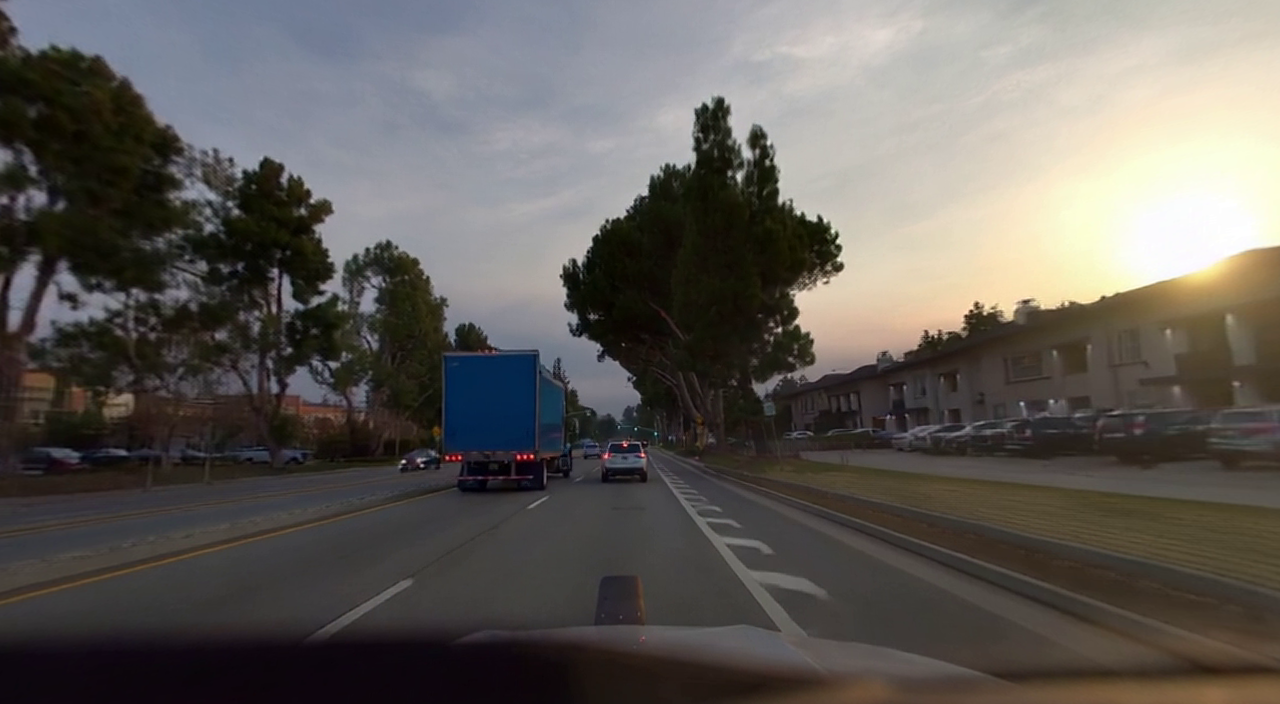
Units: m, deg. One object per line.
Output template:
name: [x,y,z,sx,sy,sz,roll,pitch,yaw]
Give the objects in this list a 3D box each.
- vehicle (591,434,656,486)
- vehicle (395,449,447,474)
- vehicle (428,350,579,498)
vehicle: [-0.558,3.829,22.624,2.094,1.682,3.866,0,-9,-1]
vehicle: [-14.729,7.385,42.759,1.993,1.568,4.645,0,-10,-2]
vehicle: [-4.084,2.638,21.902,2.996,3.902,10.410,0,-9,-1]
